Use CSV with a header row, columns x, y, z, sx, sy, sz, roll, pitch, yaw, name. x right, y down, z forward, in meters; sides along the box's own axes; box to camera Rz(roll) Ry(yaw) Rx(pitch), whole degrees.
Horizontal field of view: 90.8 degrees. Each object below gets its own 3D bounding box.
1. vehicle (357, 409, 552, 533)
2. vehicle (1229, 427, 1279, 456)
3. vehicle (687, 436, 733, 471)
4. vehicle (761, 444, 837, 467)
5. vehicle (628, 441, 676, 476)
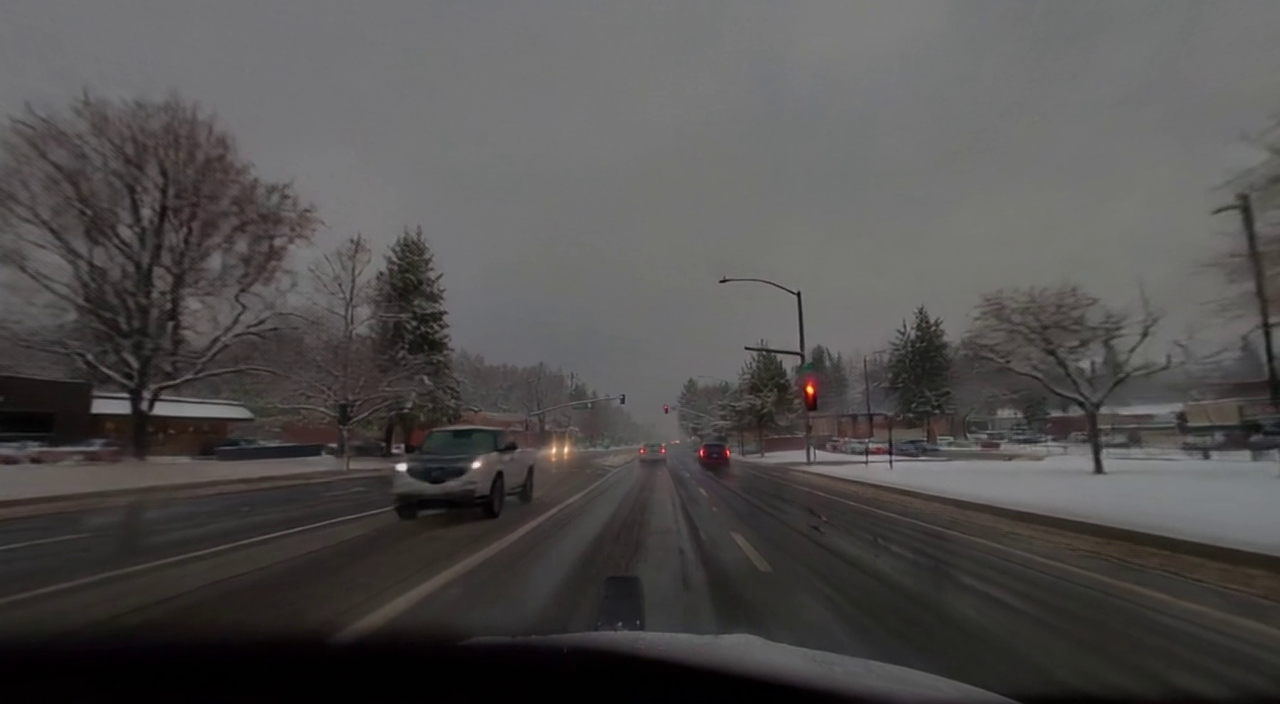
x,y,z,sx,sy,sz,roll,pitch,yaw,name
-3.006,2.061,11.454,2.092,1.779,4.468,0,-8,1,vehicle
41.299,5.764,40.934,4.029,1.649,1.857,-4,-8,6,vehicle
3.732,5.505,34.542,2.046,1.768,4.370,0,-8,1,vehicle
10.650,6.942,42.509,4.662,1.495,1.998,-1,-9,5,vehicle
0.500,4.636,27.813,1.917,1.418,3.987,0,-8,0,vehicle
